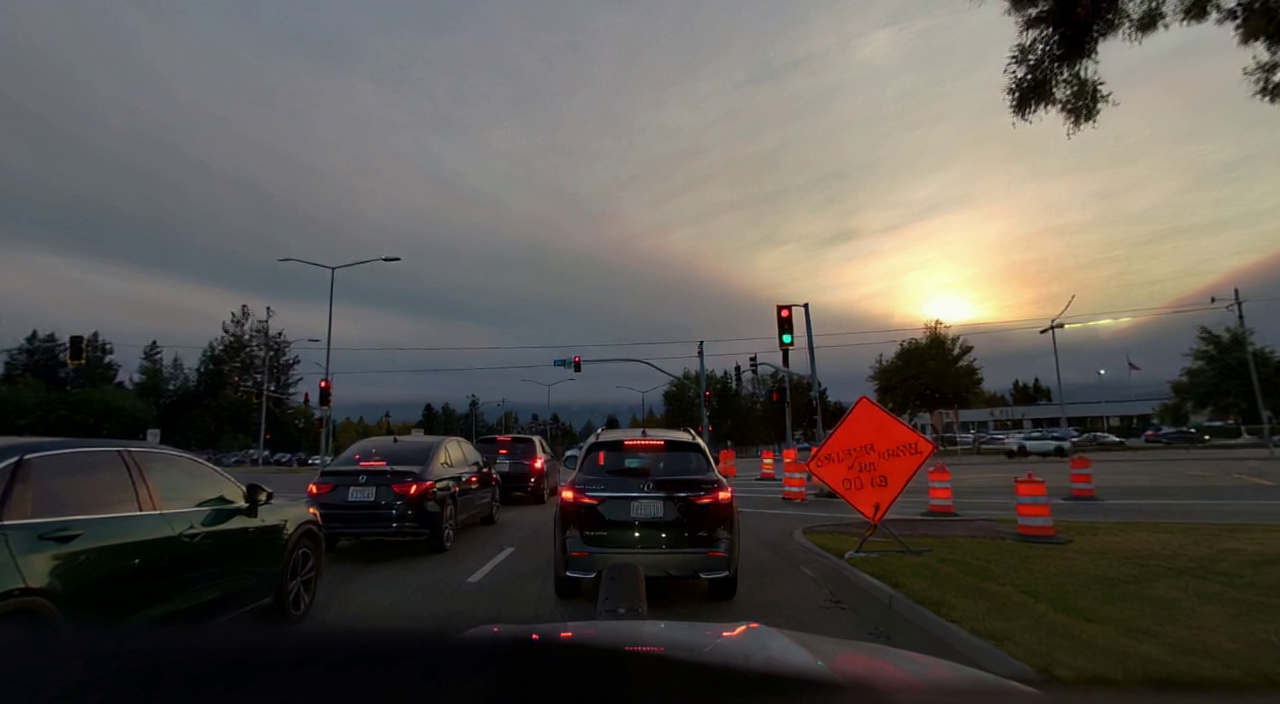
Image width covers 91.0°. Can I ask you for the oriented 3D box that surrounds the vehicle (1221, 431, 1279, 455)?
[{"bbox_3d":[41.135,5.932,40.883,4.807,1.504,1.837,0,-9,1],"label":"vehicle"}]

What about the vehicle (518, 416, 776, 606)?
[{"bbox_3d":[0.102,1.622,7.219,2.167,1.560,3.676,0,-9,1],"label":"vehicle"}]

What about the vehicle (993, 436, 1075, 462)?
[{"bbox_3d":[25.523,6.285,40.833,4.051,1.583,1.794,0,-9,1],"label":"vehicle"}]

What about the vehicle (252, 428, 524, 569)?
[{"bbox_3d":[-3.273,2.000,9.450,1.989,1.541,4.626,0,-9,2],"label":"vehicle"}]

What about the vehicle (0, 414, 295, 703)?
[{"bbox_3d":[-3.592,0.943,2.159,2.064,1.497,4.722,0,-9,1],"label":"vehicle"}]
